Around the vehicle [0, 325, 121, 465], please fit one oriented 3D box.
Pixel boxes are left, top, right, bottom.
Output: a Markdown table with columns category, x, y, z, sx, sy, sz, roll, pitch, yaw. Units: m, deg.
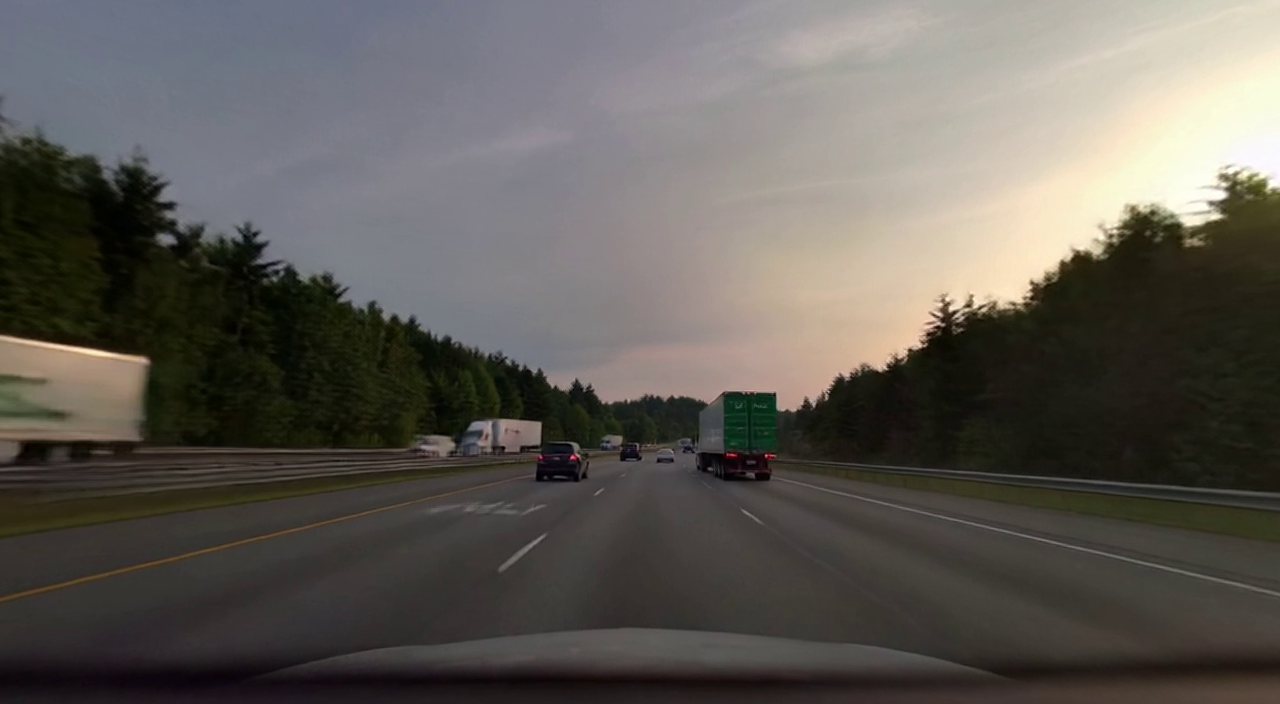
| category | x | y | z | sx | sy | sz | roll | pitch | yaw |
| --- | --- | --- | --- | --- | --- | --- | --- | --- | --- |
| vehicle | -20.657 | 0.699 | 14.950 | 3.202 | 4.099 | 15.246 | 0 | -9 | 2 |

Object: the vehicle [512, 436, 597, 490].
| category | x | y | z | sx | sy | sz | roll | pitch | yaw |
| --- | --- | --- | --- | --- | --- | --- | --- | --- | --- |
| vehicle | -2.895 | 3.901 | 22.394 | 2.205 | 1.728 | 4.397 | -1 | -9 | 3 |

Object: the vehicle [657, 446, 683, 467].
| category | x | y | z | sx | sy | sz | roll | pitch | yaw |
| --- | --- | --- | --- | --- | --- | --- | --- | --- | --- |
| vehicle | 2.360 | 8.185 | 49.411 | 1.990 | 1.537 | 3.725 | -1 | -9 | 3 |

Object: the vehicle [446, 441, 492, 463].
| category | x | y | z | sx | sy | sz | roll | pitch | yaw |
| --- | --- | --- | --- | --- | --- | --- | --- | --- | --- |
| vehicle | -11.800 | 6.888 | 43.713 | 1.822 | 1.445 | 4.076 | -1 | -8 | 3 |

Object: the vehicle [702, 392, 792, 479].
| category | x | y | z | sx | sy | sz | roll | pitch | yaw |
| --- | --- | --- | --- | --- | --- | --- | --- | --- | --- |
| vehicle | 5.616 | 4.947 | 36.071 | 3.057 | 3.993 | 13.914 | 0 | -9 | 2 |

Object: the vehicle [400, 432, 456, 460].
| category | x | y | z | sx | sy | sz | roll | pitch | yaw |
| --- | --- | --- | --- | --- | --- | --- | --- | --- | --- |
| vehicle | -14.883 | 6.639 | 44.555 | 2.102 | 1.845 | 4.723 | -1 | -9 | 3 |
